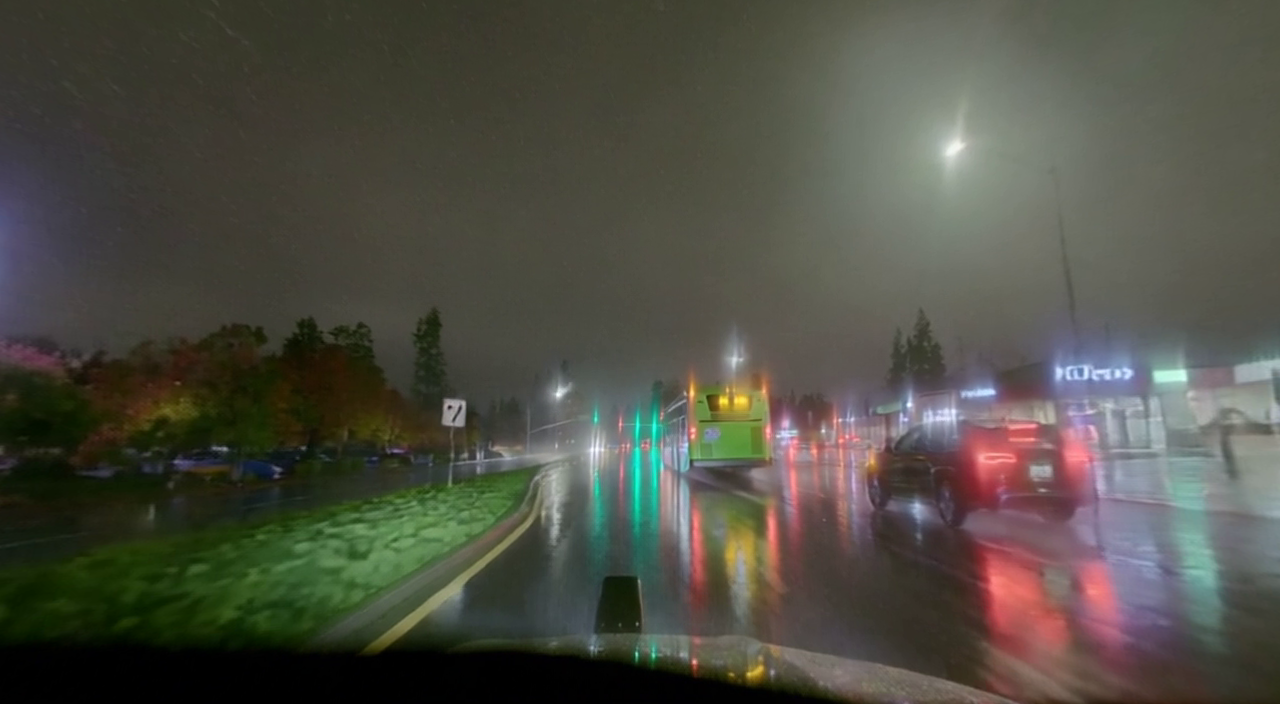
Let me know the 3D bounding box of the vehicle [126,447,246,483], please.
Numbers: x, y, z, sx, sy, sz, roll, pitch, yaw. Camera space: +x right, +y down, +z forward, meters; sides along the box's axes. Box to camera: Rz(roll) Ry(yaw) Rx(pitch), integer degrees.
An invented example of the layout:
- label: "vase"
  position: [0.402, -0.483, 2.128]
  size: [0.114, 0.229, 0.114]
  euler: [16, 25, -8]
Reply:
- label: "vehicle"
  position: [-25.106, 6.248, 34.967]
  size: [4.857, 1.846, 2.185]
  euler: [0, -8, -2]

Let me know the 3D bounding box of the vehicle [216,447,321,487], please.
- label: "vehicle"
  position: [-19.082, 5.909, 32.725]
  size: [2.277, 1.764, 5.283]
  euler: [-2, -8, 0]

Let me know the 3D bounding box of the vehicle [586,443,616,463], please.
- label: "vehicle"
  position: [-2.957, 7.722, 48.218]
  size: [2.211, 1.416, 4.179]
  euler: [0, -8, -3]

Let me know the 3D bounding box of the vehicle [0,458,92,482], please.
- label: "vehicle"
  position: [-38.657, 7.594, 40.486]
  size: [4.646, 1.447, 2.215]
  euler: [0, -9, 0]

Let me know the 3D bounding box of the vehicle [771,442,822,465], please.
- label: "vehicle"
  position: [10.515, 6.833, 42.704]
  size: [2.073, 1.443, 4.860]
  euler: [0, -8, -2]

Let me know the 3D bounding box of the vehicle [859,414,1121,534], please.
- label: "vehicle"
  position: [6.009, 2.151, 11.709]
  size: [2.129, 1.754, 4.668]
  euler: [0, -8, 0]

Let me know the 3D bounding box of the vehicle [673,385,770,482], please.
- label: "vehicle"
  position: [3.024, 3.467, 26.238]
  size: [2.766, 3.306, 9.281]
  euler: [0, -8, 0]
